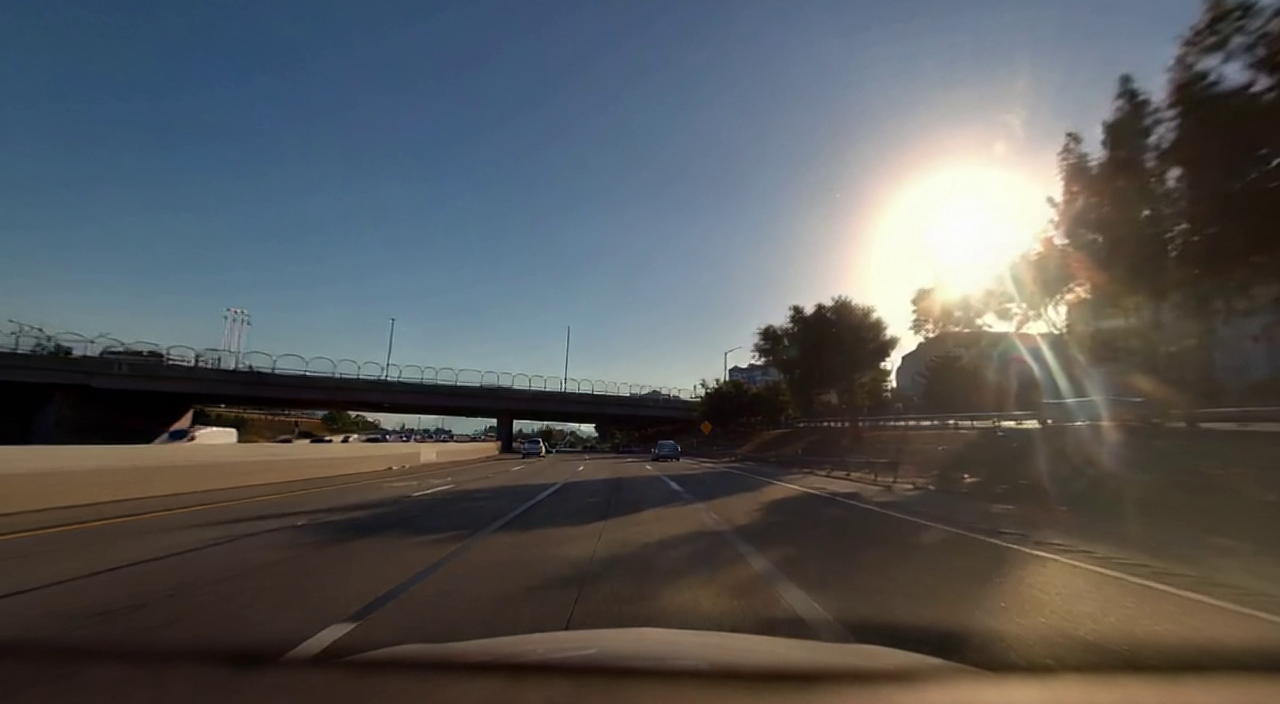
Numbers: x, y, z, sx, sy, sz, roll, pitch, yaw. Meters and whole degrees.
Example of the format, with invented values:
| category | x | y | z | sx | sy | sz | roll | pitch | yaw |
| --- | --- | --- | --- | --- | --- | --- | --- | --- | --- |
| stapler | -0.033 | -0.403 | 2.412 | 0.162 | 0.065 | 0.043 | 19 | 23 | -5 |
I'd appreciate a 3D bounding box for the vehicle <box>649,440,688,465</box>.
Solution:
| category | x | y | z | sx | sy | sz | roll | pitch | yaw |
| --- | --- | --- | --- | --- | --- | --- | --- | --- | --- |
| vehicle | 1.841 | 6.726 | 42.432 | 2.059 | 1.509 | 4.670 | 0 | -8 | -4 |
